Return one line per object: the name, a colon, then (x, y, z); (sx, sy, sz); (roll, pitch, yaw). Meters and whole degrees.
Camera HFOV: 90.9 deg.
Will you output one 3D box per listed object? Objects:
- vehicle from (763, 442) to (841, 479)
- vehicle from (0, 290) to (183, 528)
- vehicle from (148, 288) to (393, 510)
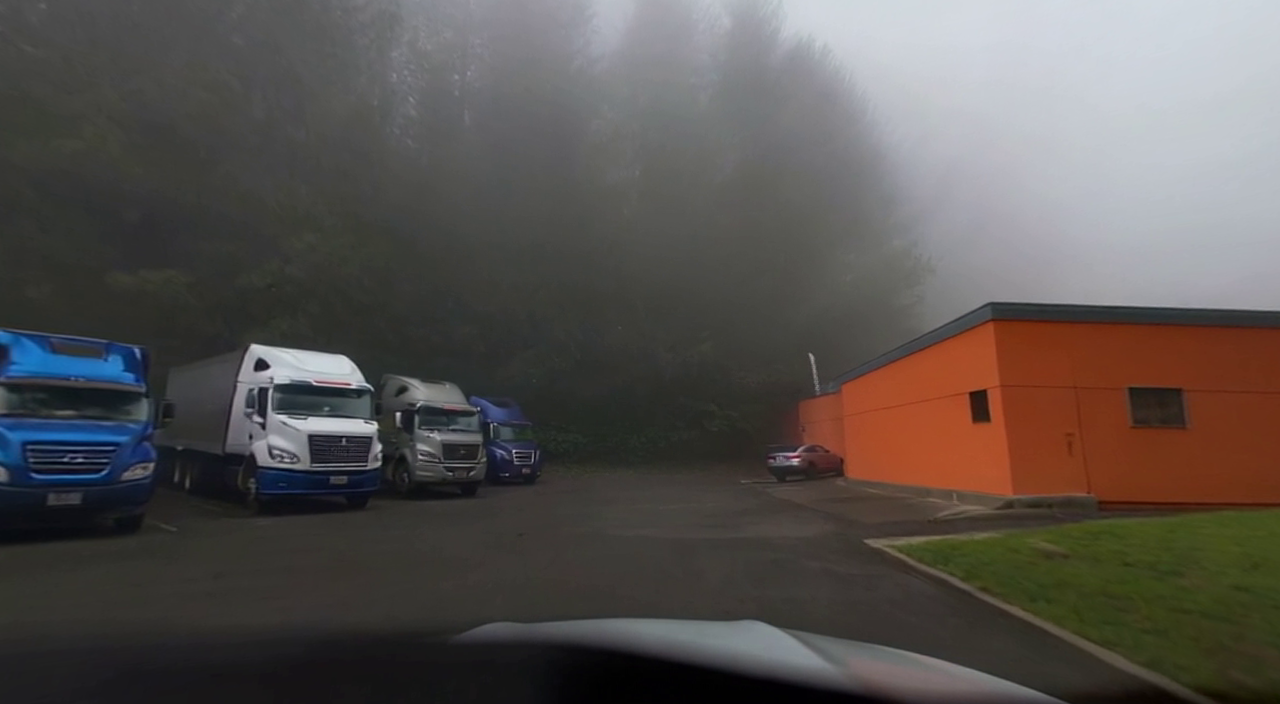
vehicle: (7.235, 4.808, 28.077); (1.809, 1.506, 3.473); (-9, -12, 44)
vehicle: (-13.753, 1.658, 15.058); (3.038, 3.871, 11.512); (8, -12, -41)
vehicle: (-10.509, 1.652, 16.880); (2.948, 4.069, 11.906); (8, -12, -42)
